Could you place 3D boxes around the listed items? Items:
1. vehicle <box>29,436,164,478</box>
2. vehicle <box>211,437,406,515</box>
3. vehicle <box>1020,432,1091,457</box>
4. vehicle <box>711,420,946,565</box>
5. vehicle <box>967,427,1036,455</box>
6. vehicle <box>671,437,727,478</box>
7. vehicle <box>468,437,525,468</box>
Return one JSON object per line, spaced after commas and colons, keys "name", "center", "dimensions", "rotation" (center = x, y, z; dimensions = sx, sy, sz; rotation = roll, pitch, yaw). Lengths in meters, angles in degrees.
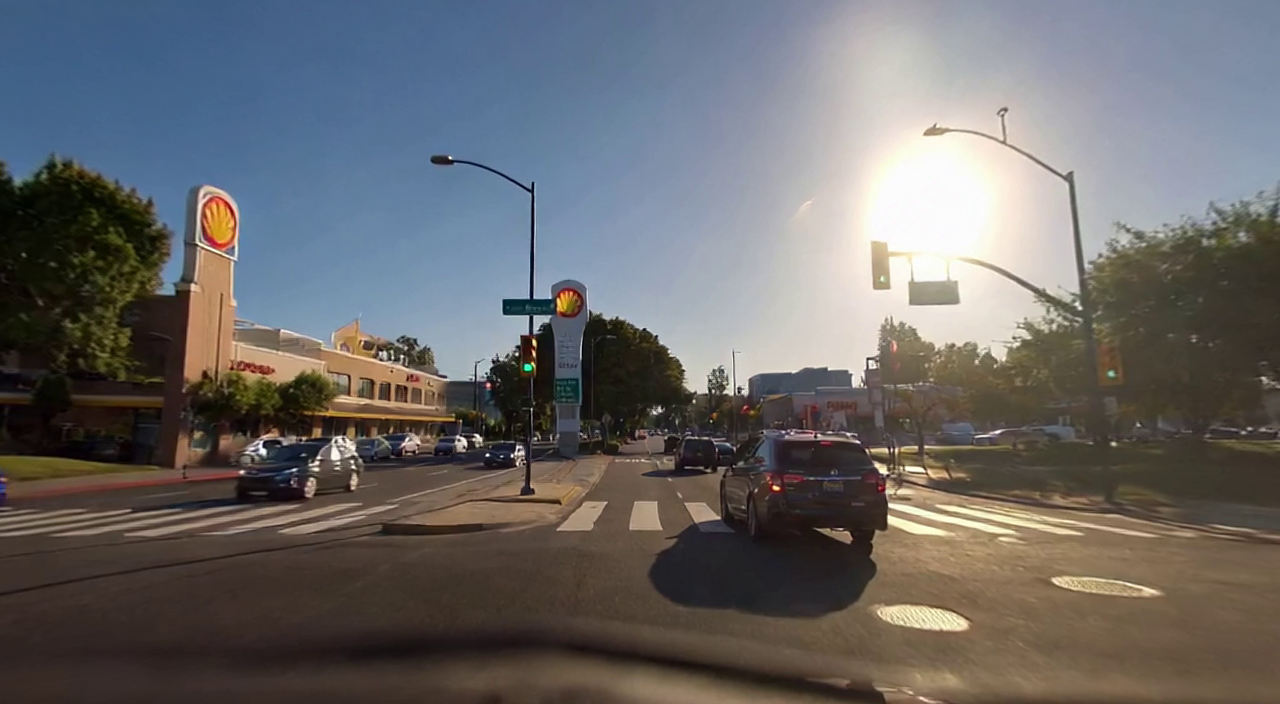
{"name": "vehicle", "center": [-24.354, 4.696, 28.345], "dimensions": [4.174, 1.796, 1.933], "rotation": [0, -8, -1]}
{"name": "vehicle", "center": [-7.812, 2.937, 15.585], "dimensions": [2.057, 1.594, 4.983], "rotation": [0, -8, 1]}
{"name": "vehicle", "center": [28.177, 6.287, 42.841], "dimensions": [2.131, 1.561, 3.901], "rotation": [0, -8, 0]}
{"name": "vehicle", "center": [2.535, 2.044, 10.026], "dimensions": [2.183, 1.720, 4.842], "rotation": [0, -8, -1]}
{"name": "vehicle", "center": [24.652, 6.111, 43.118], "dimensions": [2.066, 1.817, 4.675], "rotation": [0, -8, 2]}
{"name": "vehicle", "center": [2.501, 4.625, 27.839], "dimensions": [1.999, 1.679, 4.217], "rotation": [0, -8, -1]}
{"name": "vehicle", "center": [-7.704, 5.460, 34.279], "dimensions": [2.014, 1.566, 4.437], "rotation": [0, -8, 1]}
